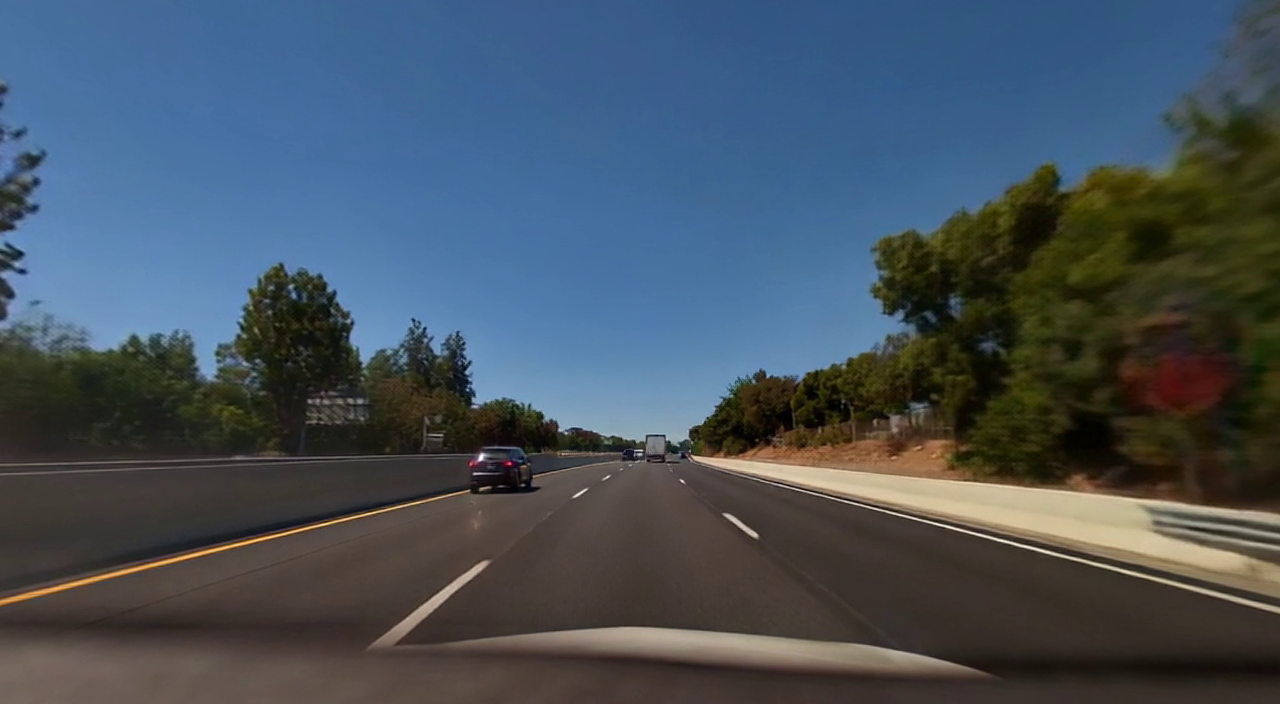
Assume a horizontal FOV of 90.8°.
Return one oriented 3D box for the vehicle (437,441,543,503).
[{"bbox_3d":[-4.203,3.431,18.407,2.035,1.595,4.022,0,-9,1],"label":"vehicle"}]
